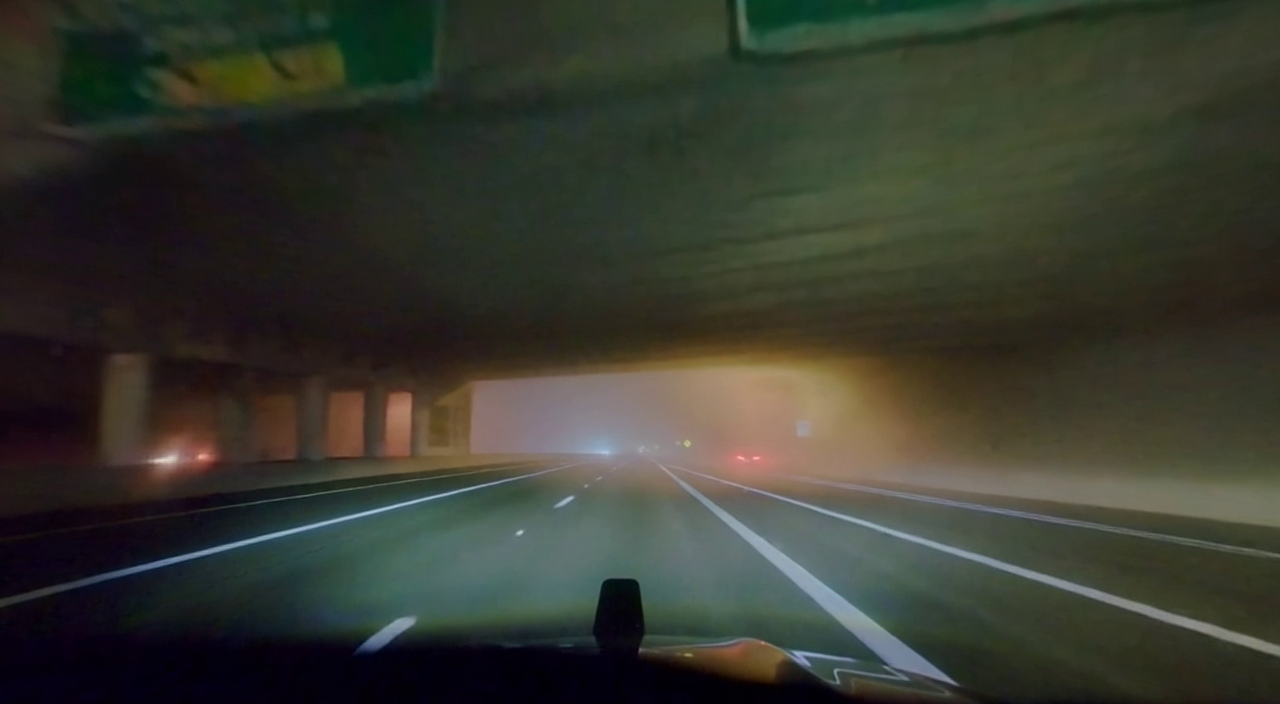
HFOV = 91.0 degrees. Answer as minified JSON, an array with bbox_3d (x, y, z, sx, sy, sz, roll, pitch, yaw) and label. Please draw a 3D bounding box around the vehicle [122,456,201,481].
[{"bbox_3d":[-31.450,7.653,41.555,1.929,1.534,4.265,0,-9,-2],"label":"vehicle"}]
